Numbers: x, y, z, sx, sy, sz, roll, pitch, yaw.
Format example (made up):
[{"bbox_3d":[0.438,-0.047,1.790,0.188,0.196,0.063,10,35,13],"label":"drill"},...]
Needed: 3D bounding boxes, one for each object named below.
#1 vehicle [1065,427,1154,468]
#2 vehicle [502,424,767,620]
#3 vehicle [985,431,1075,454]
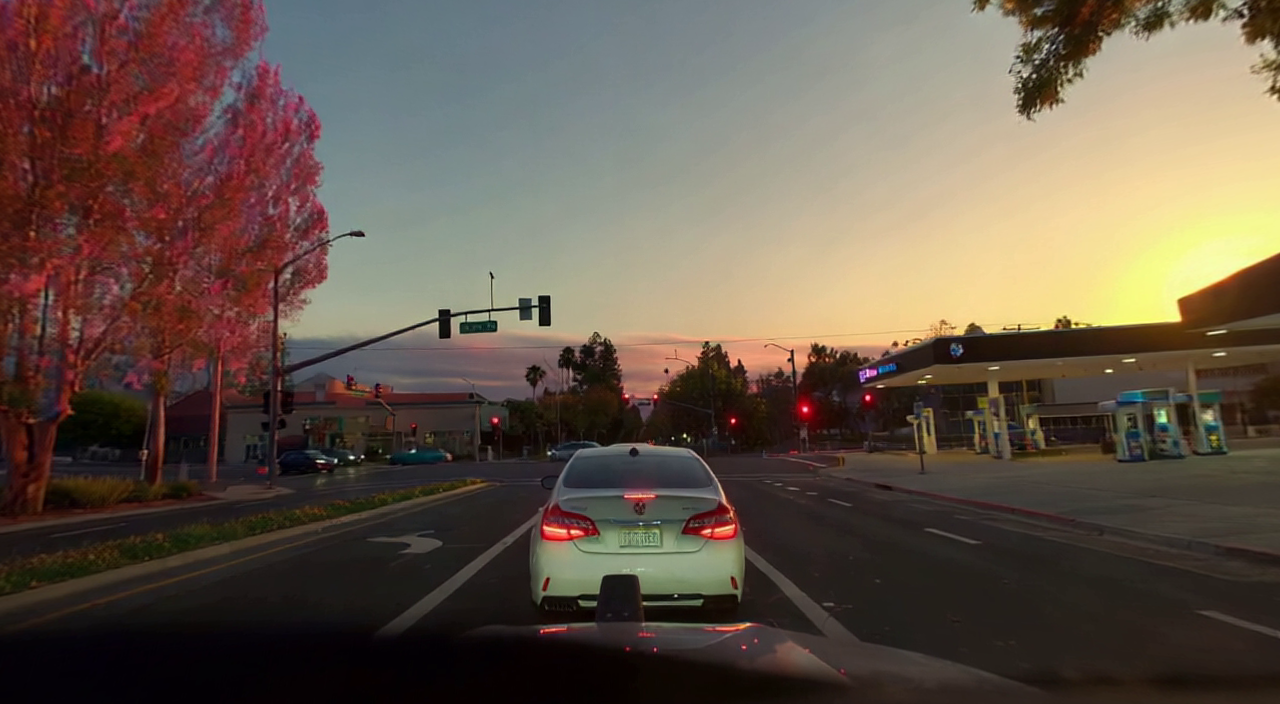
[{"bbox_3d":[18.588,3.755,24.888,4.091,1.495,2.053,8,-12,-44],"label":"vehicle"},{"bbox_3d":[-0.043,1.598,6.902,2.010,1.482,4.057,0,-8,0],"label":"vehicle"},{"bbox_3d":[26.591,6.198,43.085,4.813,1.455,1.889,-1,-8,3],"label":"vehicle"}]
